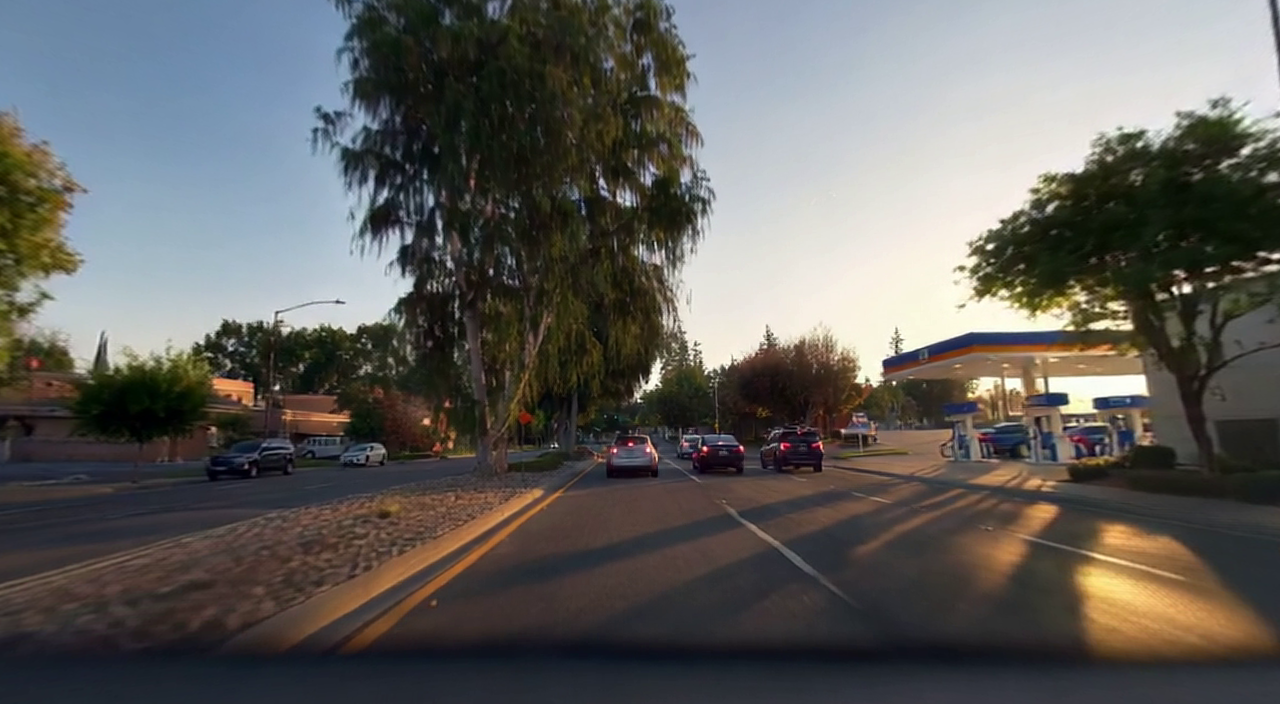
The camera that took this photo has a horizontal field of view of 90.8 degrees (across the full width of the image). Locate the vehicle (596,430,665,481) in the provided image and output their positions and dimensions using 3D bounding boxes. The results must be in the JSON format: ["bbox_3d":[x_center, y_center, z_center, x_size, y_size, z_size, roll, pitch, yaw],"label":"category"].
[{"bbox_3d":[-0.268,3.351,20.681,2.052,1.488,3.779,0,-8,1],"label":"vehicle"}]

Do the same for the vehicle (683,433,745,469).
[{"bbox_3d":[3.214,4.415,28.455,2.124,1.476,4.730,0,-8,-1],"label":"vehicle"}]

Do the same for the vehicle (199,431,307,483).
[{"bbox_3d":[-19.083,5.116,31.510,2.222,2.141,5.390,-1,-6,-3],"label":"vehicle"}]

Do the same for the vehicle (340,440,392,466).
[{"bbox_3d":[-19.469,7.162,45.029,1.903,1.706,3.994,0,-8,0],"label":"vehicle"}]

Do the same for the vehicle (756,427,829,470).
[{"bbox_3d":[6.803,4.376,28.746,2.117,1.757,4.969,0,-8,0],"label":"vehicle"}]
